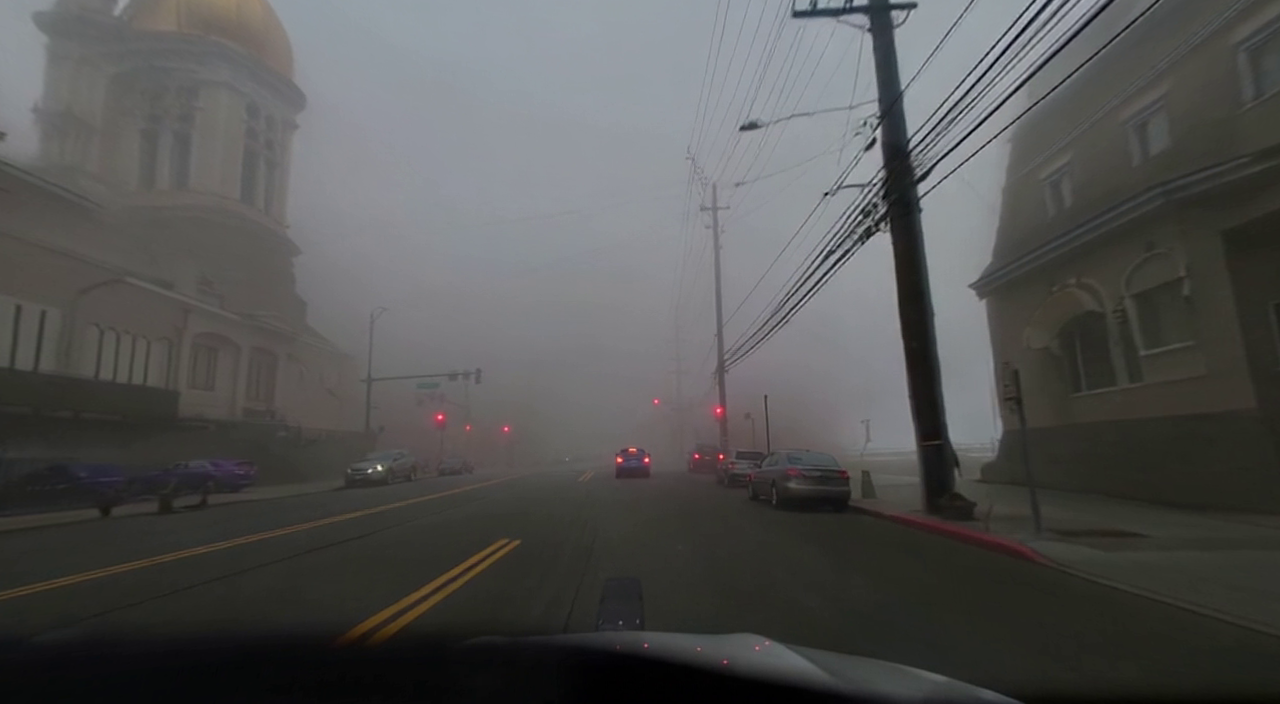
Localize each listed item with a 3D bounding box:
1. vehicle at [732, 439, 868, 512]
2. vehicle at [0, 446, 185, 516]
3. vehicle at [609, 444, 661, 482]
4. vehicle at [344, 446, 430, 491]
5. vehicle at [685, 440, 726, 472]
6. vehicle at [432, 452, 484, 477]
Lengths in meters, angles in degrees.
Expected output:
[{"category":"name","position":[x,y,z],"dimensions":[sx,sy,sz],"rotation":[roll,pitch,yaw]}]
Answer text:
[{"category":"vehicle","position":[3.743,2.962,15.741],"dimensions":[1.944,1.530,4.539],"rotation":[0,-8,-3]},{"category":"vehicle","position":[-18.531,4.294,21.254],"dimensions":[4.888,1.920,2.055],"rotation":[-4,-9,0]},{"category":"vehicle","position":[-0.220,4.723,27.198],"dimensions":[2.049,1.453,4.299],"rotation":[0,-8,-1]},{"category":"vehicle","position":[-12.258,5.624,31.006],"dimensions":[2.071,1.814,5.185],"rotation":[-4,-8,0]},{"category":"vehicle","position":[3.818,6.160,37.515],"dimensions":[2.015,1.780,4.261],"rotation":[0,-8,1]},{"category":"vehicle","position":[-12.061,7.472,42.244],"dimensions":[1.980,1.502,4.655],"rotation":[-1,-8,2]}]
